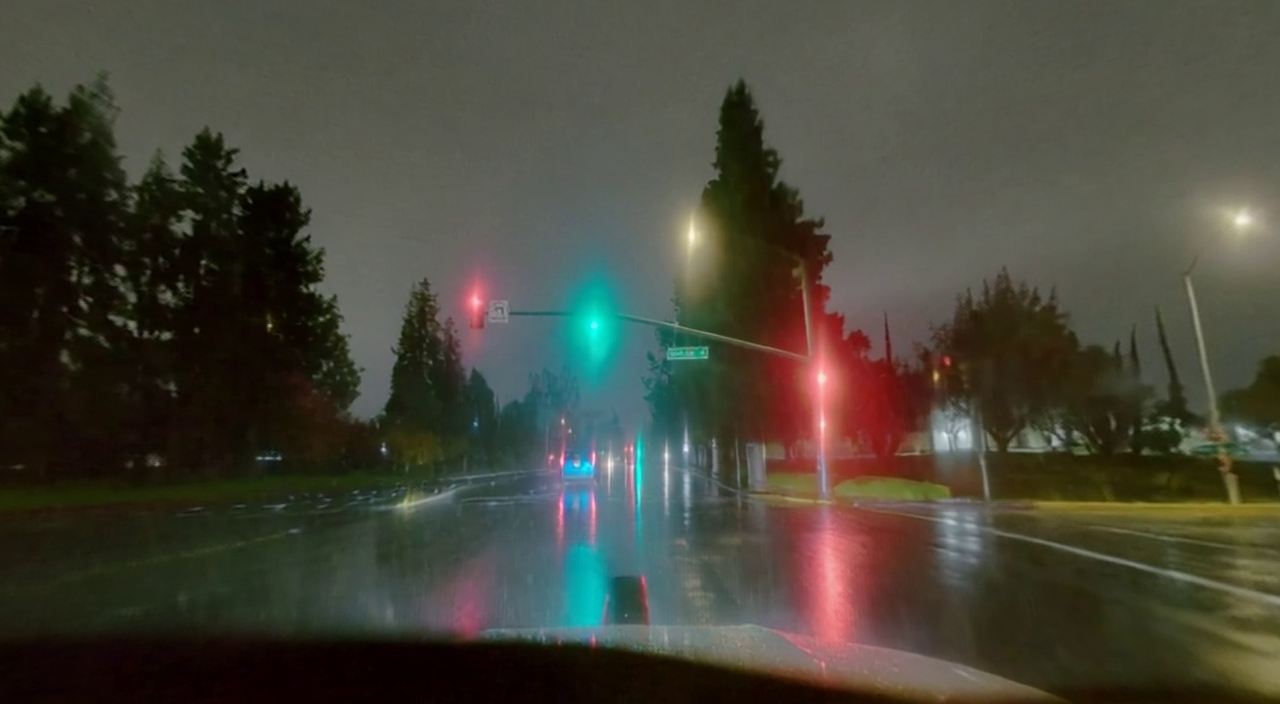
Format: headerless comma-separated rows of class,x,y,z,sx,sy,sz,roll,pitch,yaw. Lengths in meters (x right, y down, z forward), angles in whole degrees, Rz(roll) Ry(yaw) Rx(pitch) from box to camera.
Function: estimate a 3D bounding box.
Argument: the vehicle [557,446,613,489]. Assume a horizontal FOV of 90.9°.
vehicle,-2.454,5.273,29.170,2.123,1.799,4.425,0,-8,1
